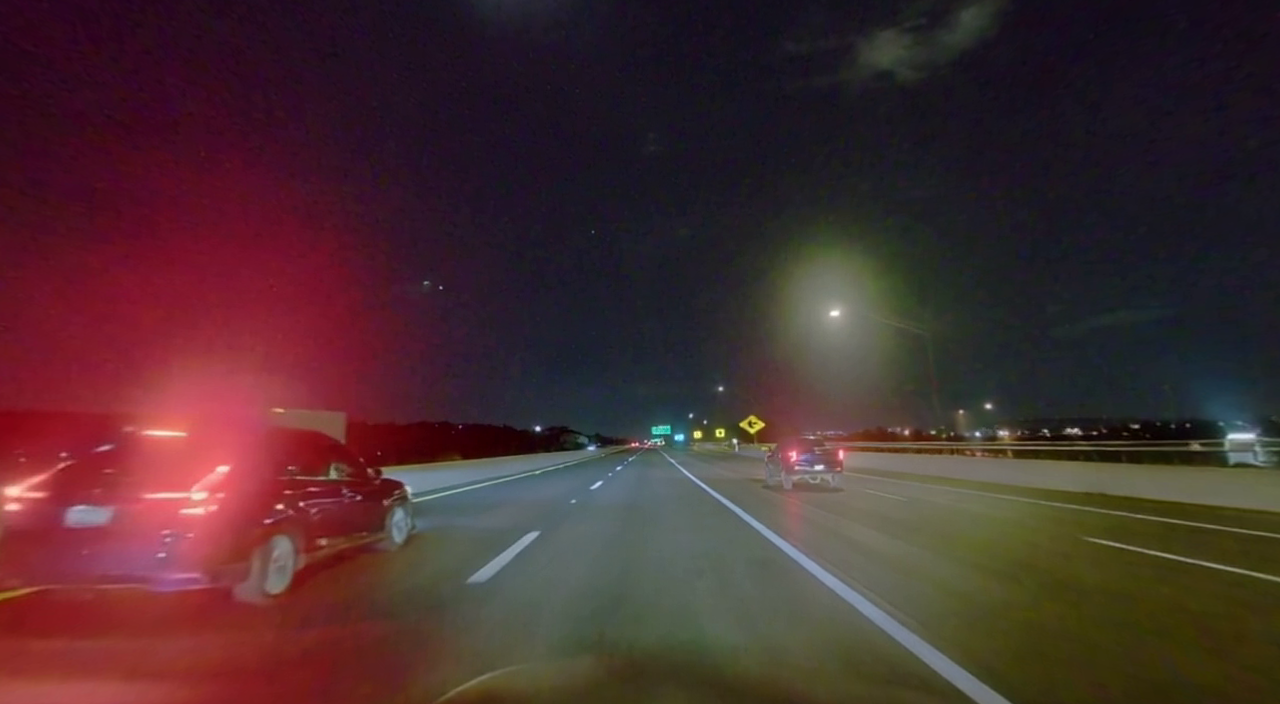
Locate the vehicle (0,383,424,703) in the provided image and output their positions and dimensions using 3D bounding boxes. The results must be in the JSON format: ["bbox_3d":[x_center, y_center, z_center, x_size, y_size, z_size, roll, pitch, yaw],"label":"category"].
[{"bbox_3d":[-3.759,1.306,5.247,2.122,1.632,4.690,0,-8,2],"label":"vehicle"}]
